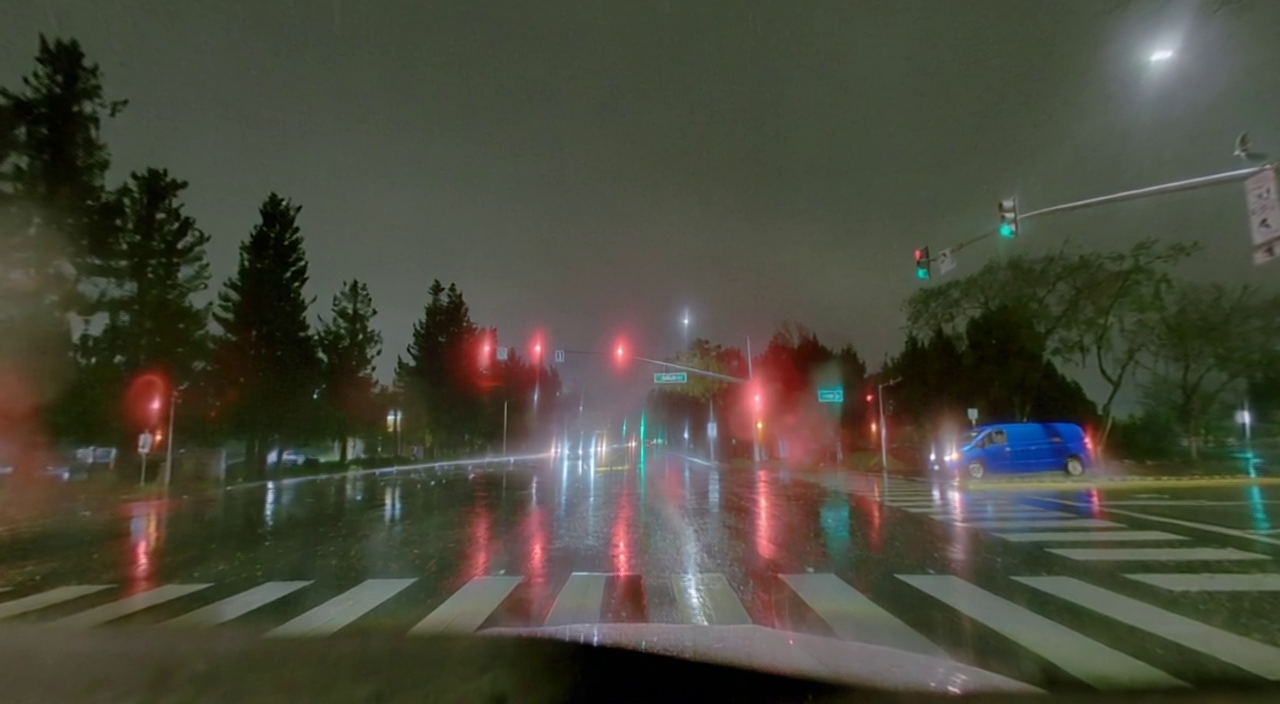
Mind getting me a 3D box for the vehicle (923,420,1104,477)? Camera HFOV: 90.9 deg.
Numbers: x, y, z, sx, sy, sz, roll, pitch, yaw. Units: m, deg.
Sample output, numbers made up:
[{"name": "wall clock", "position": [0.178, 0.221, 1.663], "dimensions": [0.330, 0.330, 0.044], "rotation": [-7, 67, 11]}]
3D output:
[{"name": "vehicle", "position": [12.433, 3.241, 21.227], "dimensions": [4.790, 1.798, 1.909], "rotation": [0, -8, 1]}]
